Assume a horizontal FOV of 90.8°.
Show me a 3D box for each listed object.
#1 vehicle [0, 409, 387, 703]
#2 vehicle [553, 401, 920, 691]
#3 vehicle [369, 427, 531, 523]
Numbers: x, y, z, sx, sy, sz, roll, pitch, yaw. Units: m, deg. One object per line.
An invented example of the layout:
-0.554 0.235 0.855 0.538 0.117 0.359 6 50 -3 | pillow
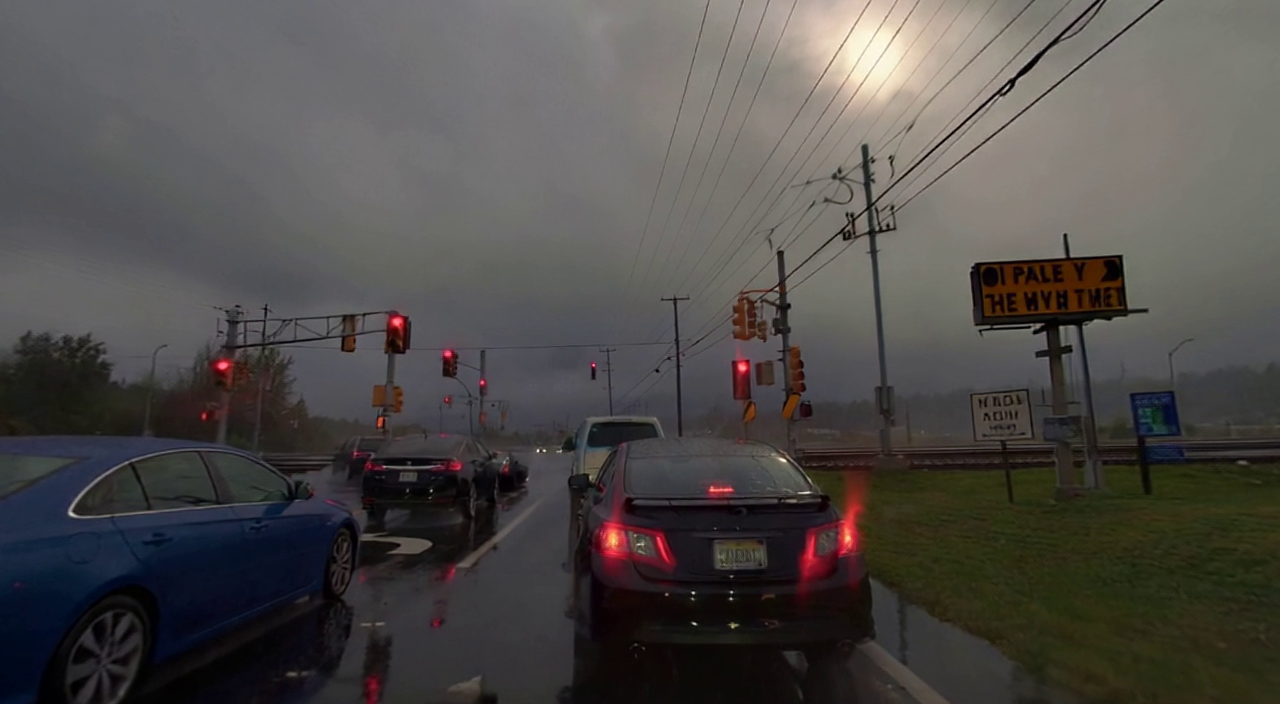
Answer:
-3.709 1.249 4.453 1.956 1.468 4.585 0 -9 0 | vehicle
0.410 1.333 5.464 1.998 1.529 3.960 1 -9 -4 | vehicle
-3.359 2.258 12.080 1.984 1.505 3.982 0 -9 -2 | vehicle
